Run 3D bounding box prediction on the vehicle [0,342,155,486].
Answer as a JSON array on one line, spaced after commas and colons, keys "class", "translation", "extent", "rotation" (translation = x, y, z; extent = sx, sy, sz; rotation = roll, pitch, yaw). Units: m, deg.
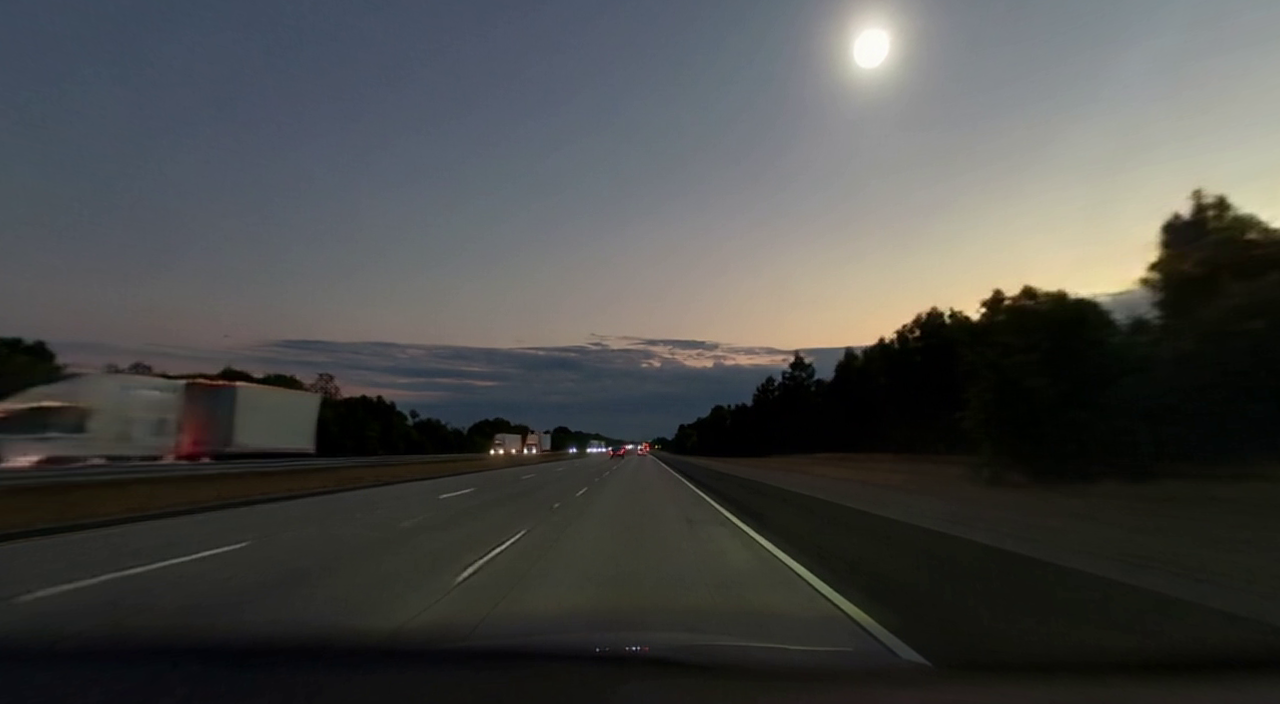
[{"class": "vehicle", "translation": [-18.907, 2.057, 19.475], "extent": [3.001, 3.871, 5.872], "rotation": [0, -9, 0]}]
